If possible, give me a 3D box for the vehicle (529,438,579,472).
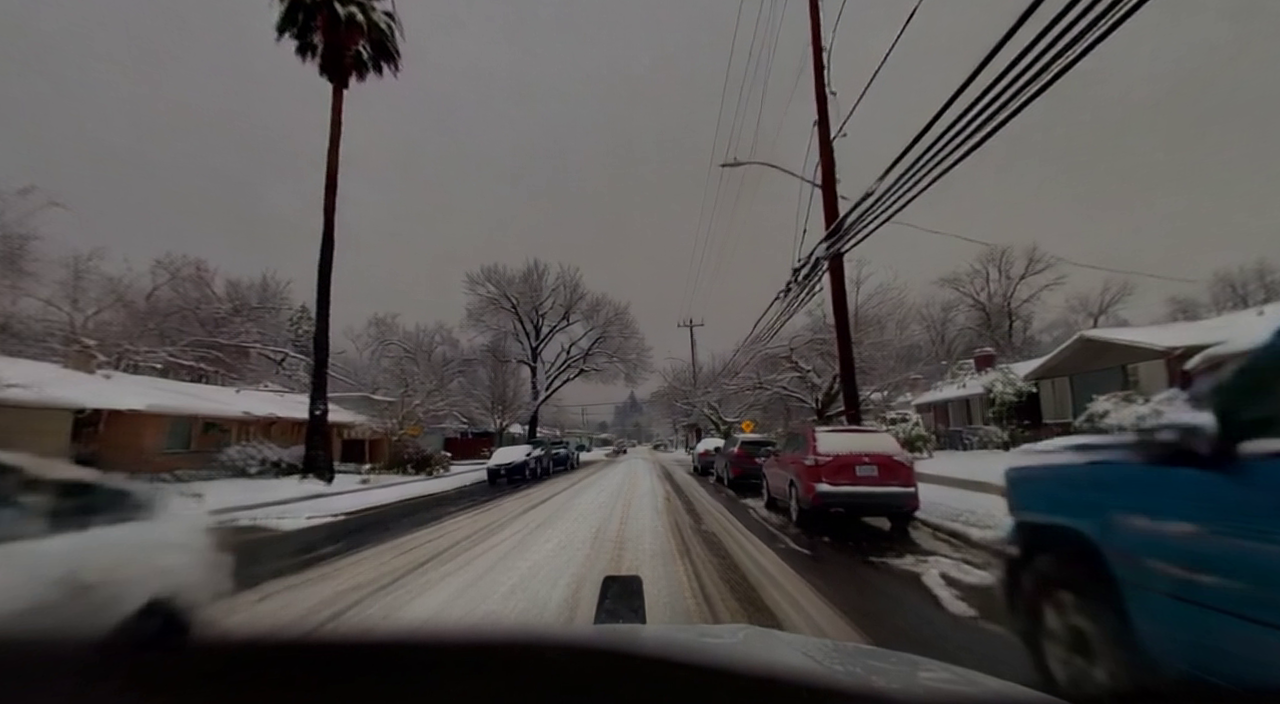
[{"bbox_3d":[-5.670,6.880,42.468,2.455,2.045,6.171,0,-9,0],"label":"vehicle"}]

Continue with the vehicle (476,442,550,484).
[{"bbox_3d":[-5.738,5.063,29.190,2.226,1.768,4.780,0,-9,3],"label":"vehicle"}]

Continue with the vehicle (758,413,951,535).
[{"bbox_3d":[3.579,2.133,11.604,2.012,1.777,4.505,0,-9,1],"label":"vehicle"}]

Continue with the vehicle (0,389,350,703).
[{"bbox_3d":[-2.919,0.862,1.608,2.213,1.548,4.370,0,-9,1],"label":"vehicle"}]

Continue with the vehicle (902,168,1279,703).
[{"bbox_3d":[2.910,0.401,0.825,2.437,2.015,6.511,0,-9,1],"label":"vehicle"}]
